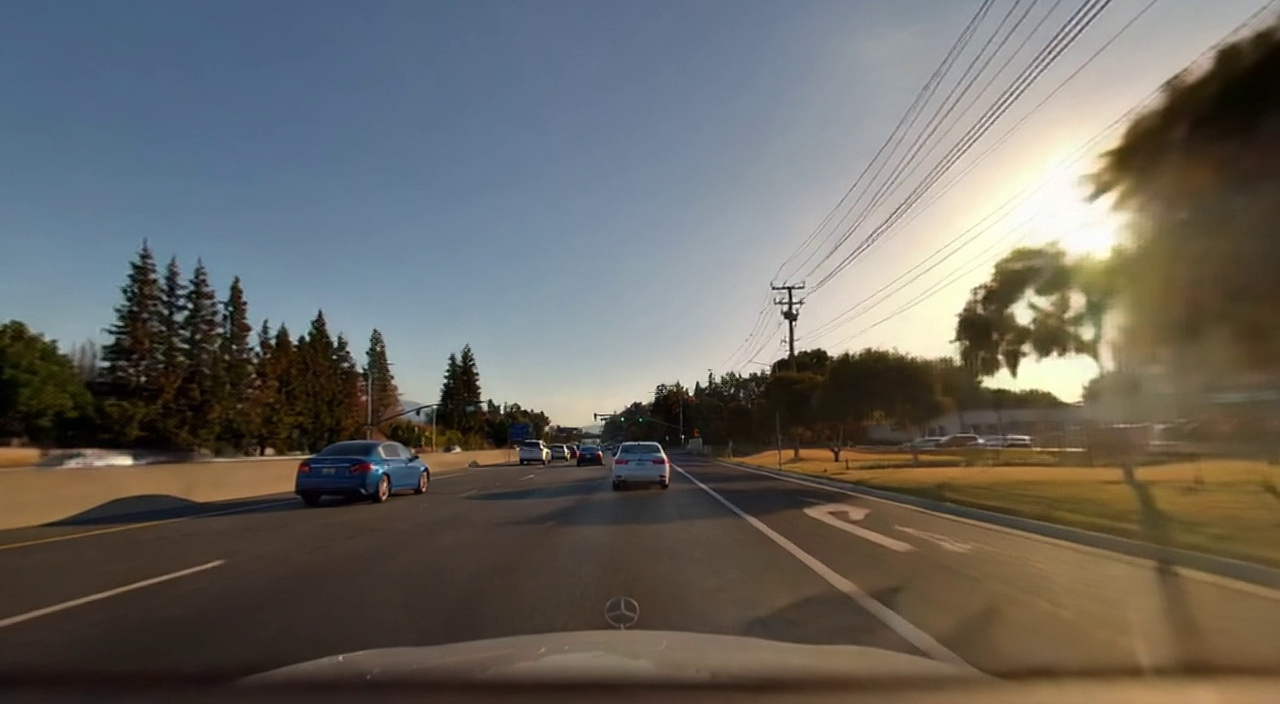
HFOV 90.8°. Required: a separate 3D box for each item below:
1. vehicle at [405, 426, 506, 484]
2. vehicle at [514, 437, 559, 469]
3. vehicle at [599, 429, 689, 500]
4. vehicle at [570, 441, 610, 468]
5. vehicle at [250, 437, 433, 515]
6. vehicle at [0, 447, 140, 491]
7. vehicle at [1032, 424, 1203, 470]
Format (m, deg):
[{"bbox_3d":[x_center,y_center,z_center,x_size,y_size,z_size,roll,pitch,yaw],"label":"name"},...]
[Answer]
[{"bbox_3d":[-6.658,3.774,23.480,2.144,1.905,4.967,0,-8,1],"label":"vehicle"},{"bbox_3d":[-6.129,6.045,37.911,1.914,1.756,4.179,0,-8,1],"label":"vehicle"},{"bbox_3d":[0.092,2.990,17.146,2.140,1.653,4.108,0,-8,0],"label":"vehicle"},{"bbox_3d":[-3.002,6.244,38.667,2.055,1.510,3.961,0,-8,1],"label":"vehicle"},{"bbox_3d":[-6.492,2.726,14.460,1.900,1.483,4.547,0,-8,1],"label":"vehicle"},{"bbox_3d":[-24.485,4.985,27.276,2.112,1.706,4.432,0,-8,1],"label":"vehicle"},{"bbox_3d":[17.586,3.525,23.458,4.659,1.572,2.019,0,-8,0],"label":"vehicle"}]
